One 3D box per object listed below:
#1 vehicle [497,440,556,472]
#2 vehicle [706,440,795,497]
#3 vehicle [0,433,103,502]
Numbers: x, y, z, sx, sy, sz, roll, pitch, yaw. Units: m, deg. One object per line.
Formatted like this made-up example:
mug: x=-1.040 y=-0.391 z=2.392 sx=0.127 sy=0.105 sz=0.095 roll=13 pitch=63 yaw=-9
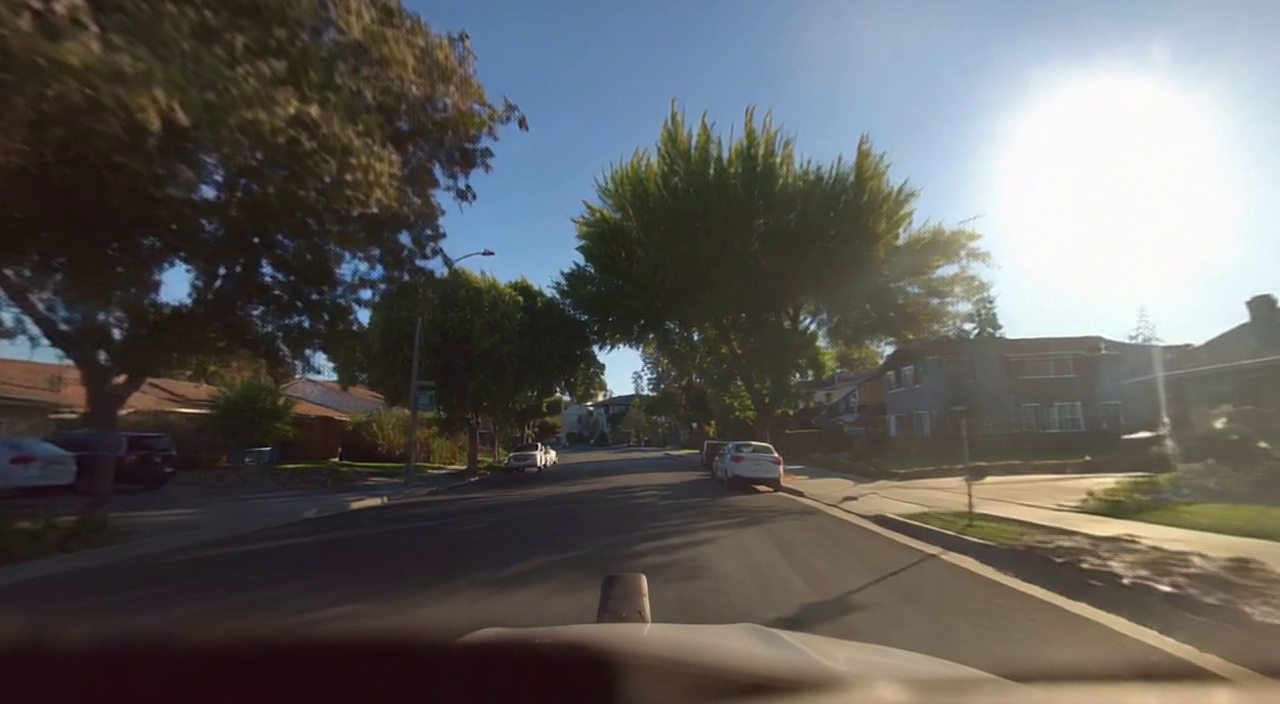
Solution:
vehicle: x=-5.996 y=5.612 z=33.700 sx=1.943 sy=1.433 sz=4.717 roll=-6 pitch=-11 yaw=4
vehicle: x=3.099 y=3.350 z=18.672 sx=2.088 sy=1.429 sz=4.796 roll=-1 pitch=-8 yaw=4
vehicle: x=-15.666 y=2.687 z=14.891 sx=4.344 sy=1.483 sz=1.928 roll=-1 pitch=-8 yaw=8
